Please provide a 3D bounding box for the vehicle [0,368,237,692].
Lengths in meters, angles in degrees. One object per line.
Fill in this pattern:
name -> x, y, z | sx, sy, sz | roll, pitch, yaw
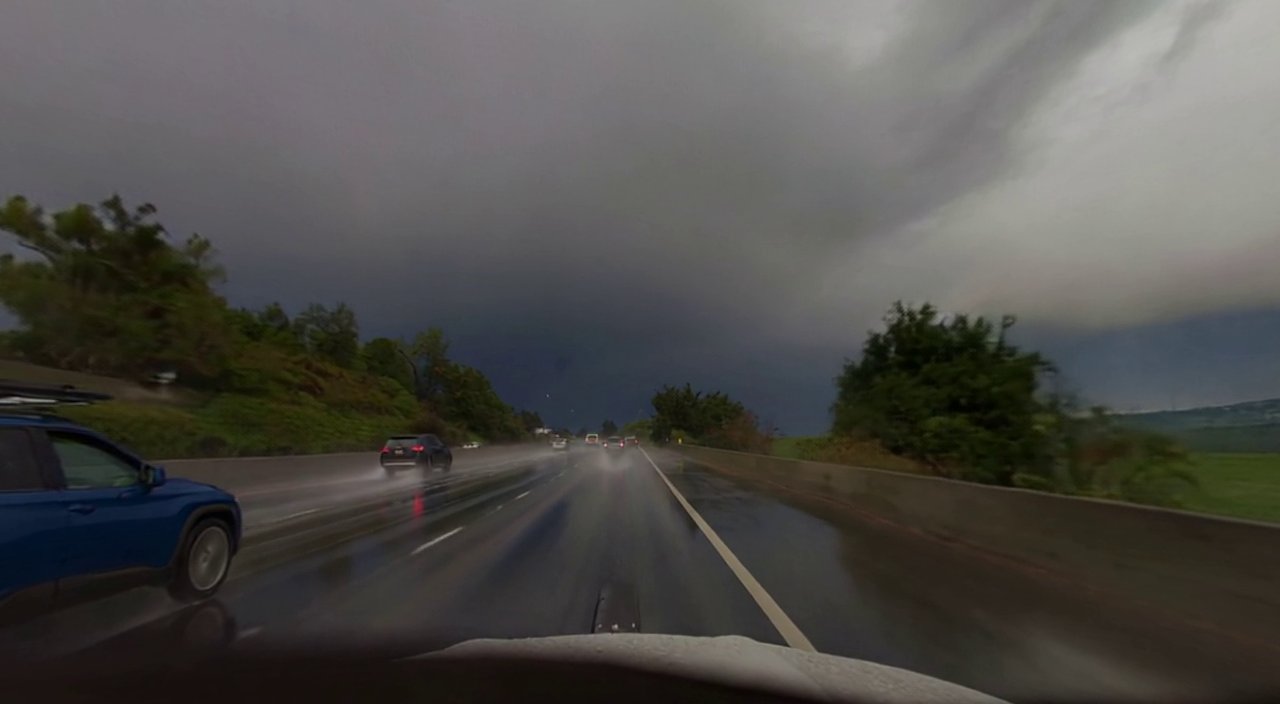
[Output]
vehicle -> -4.504, 0.925, 3.070 | 2.069, 1.748, 4.652 | 0, -8, -1

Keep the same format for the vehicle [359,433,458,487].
vehicle -> -8.225, 3.843, 22.823 | 1.964, 1.745, 4.338 | 0, -8, -1

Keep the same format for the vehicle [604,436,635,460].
vehicle -> -1.494, 7.077, 46.706 | 2.178, 1.658, 3.916 | 0, -8, -1
